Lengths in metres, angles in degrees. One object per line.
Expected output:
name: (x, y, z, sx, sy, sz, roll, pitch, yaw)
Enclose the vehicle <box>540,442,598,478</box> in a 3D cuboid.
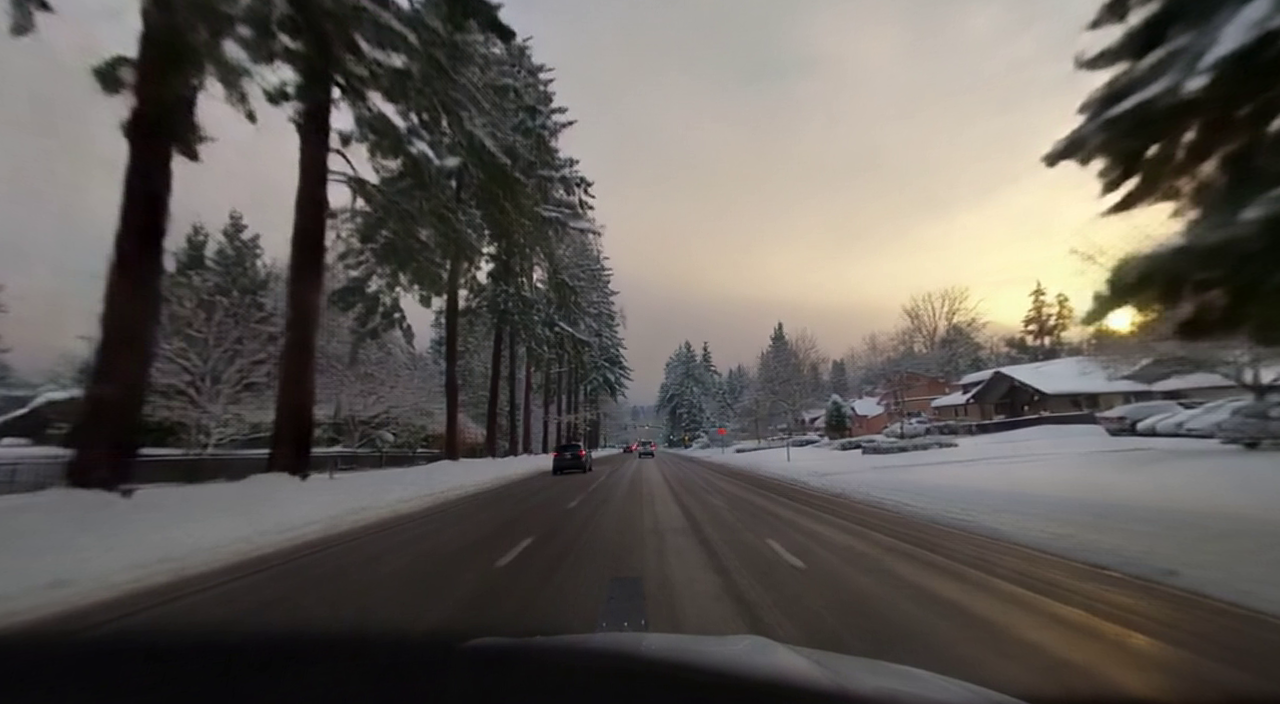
vehicle: (-3.110, 4.823, 28.446, 2.021, 1.466, 4.330, 0, -9, 1)
